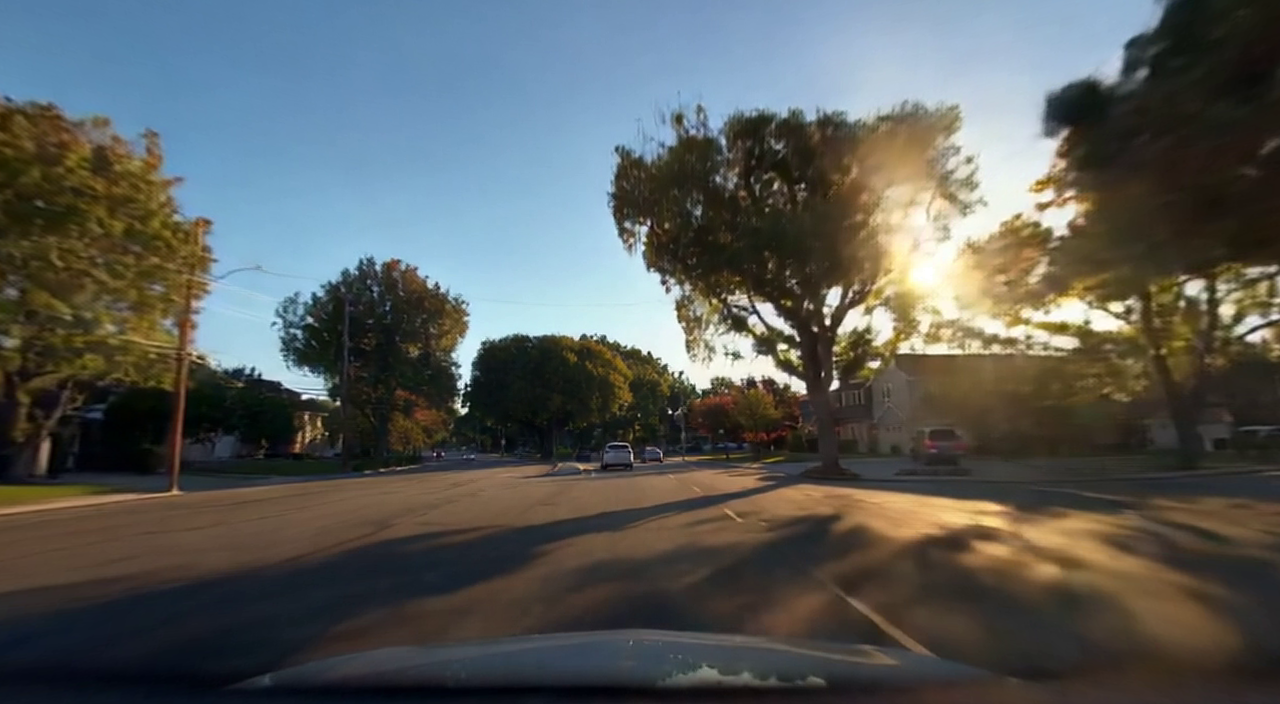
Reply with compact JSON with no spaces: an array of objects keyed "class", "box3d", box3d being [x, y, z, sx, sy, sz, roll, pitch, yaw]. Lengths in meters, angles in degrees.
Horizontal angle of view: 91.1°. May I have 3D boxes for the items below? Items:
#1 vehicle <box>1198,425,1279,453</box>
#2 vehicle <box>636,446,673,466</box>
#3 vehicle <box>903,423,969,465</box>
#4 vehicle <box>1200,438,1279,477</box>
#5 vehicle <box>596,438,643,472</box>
[{"class":"vehicle","box3d":[35.659,5.007,36.043,1.847,1.578,4.998,7,-10,-36]},{"class":"vehicle","box3d":[1.106,8.142,49.385,1.915,1.495,4.880,2,-8,-10]},{"class":"vehicle","box3d":[14.958,4.653,31.761,2.666,1.892,5.391,-3,-9,25]},{"class":"vehicle","box3d":[24.743,4.122,24.541,4.466,1.414,1.977,3,-9,-14]},{"class":"vehicle","box3d":[-1.238,5.784,35.486,2.165,1.783,4.391,2,-8,-8]}]
